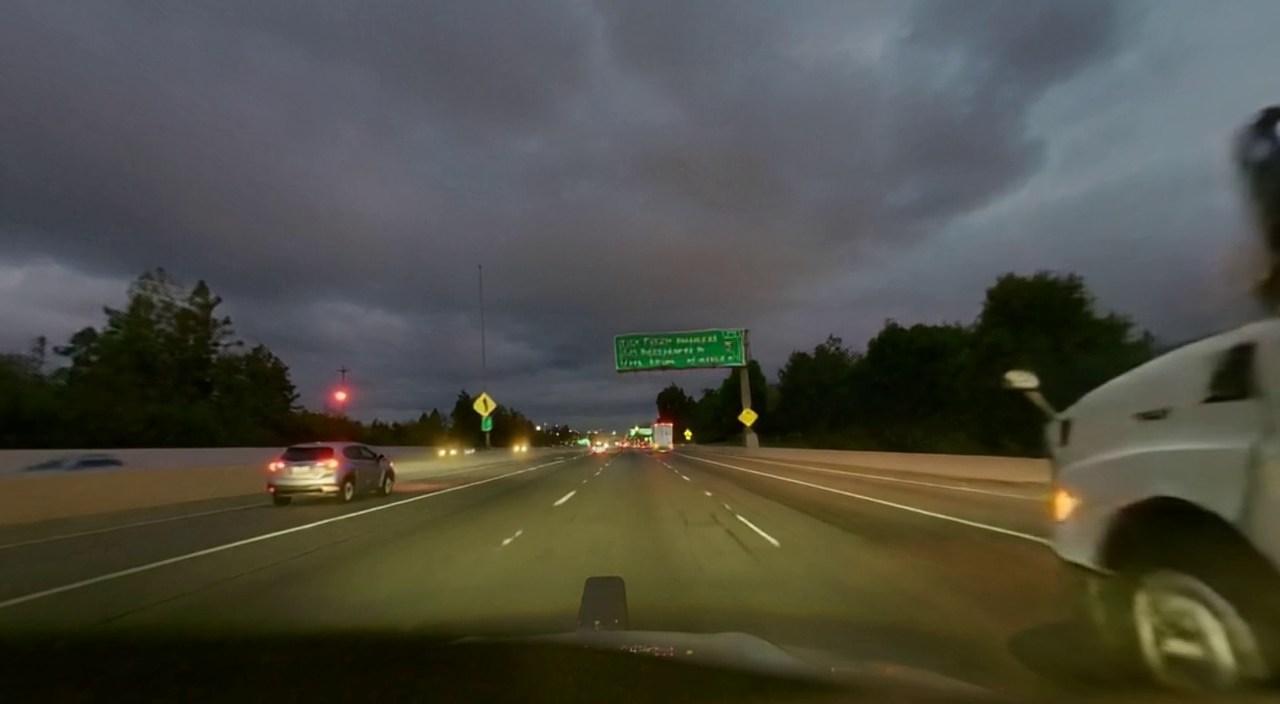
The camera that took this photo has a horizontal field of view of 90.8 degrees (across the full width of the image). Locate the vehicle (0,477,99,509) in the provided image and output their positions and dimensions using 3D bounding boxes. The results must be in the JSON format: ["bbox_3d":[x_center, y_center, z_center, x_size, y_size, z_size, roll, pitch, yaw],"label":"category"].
[{"bbox_3d":[-35.053,8.277,37.273,1.951,1.523,4.625,0,-9,2],"label":"vehicle"}]

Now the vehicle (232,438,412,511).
[{"bbox_3d":[-7.392,2.872,15.345,2.033,1.494,4.508,0,-9,0],"label":"vehicle"}]
